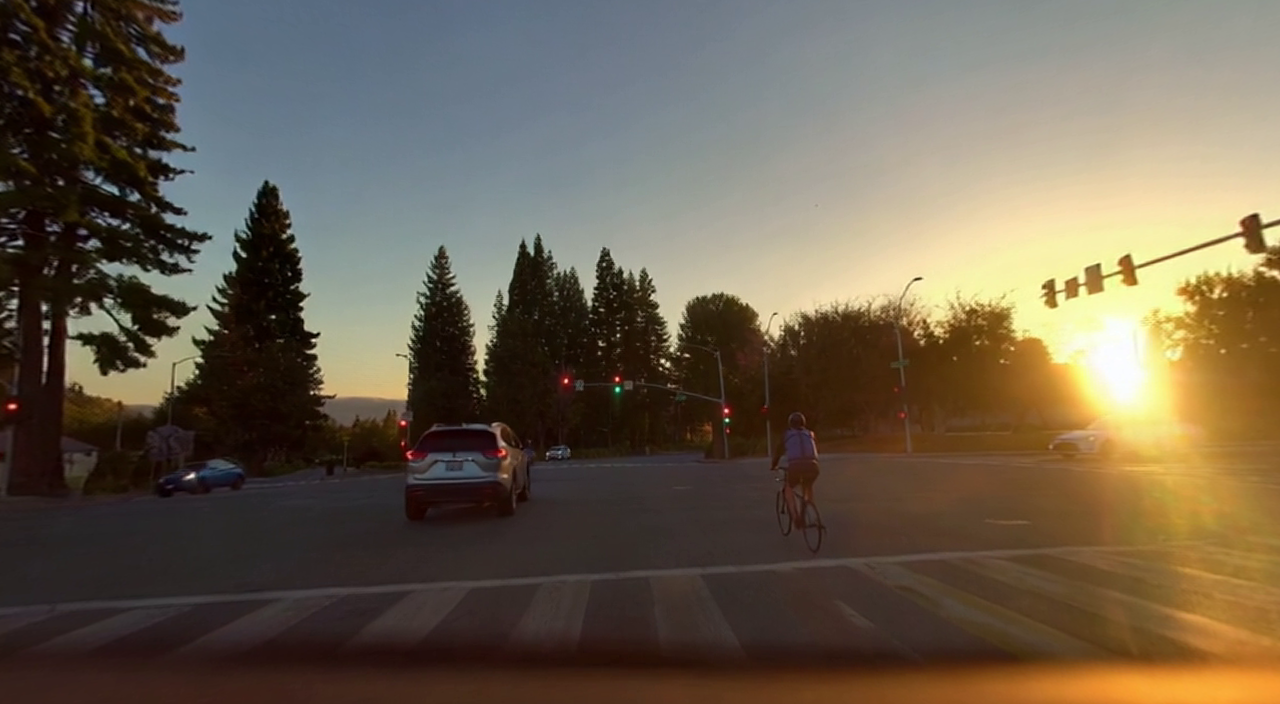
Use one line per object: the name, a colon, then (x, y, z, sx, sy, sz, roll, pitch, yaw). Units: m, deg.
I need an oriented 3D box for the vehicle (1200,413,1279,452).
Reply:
vehicle: (25.839, 3.294, 25.649, 4.716, 1.507, 1.904, 2, -8, -10)

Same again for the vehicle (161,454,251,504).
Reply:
vehicle: (-15.301, 4.423, 22.481, 2.171, 1.474, 4.513, 5, -10, -29)

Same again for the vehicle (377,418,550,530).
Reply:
vehicle: (-3.148, 2.285, 12.400, 2.049, 1.756, 4.602, 0, -8, 0)

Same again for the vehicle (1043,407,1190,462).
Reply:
vehicle: (18.630, 3.258, 24.754, 4.237, 1.948, 1.997, 0, -9, -9)
